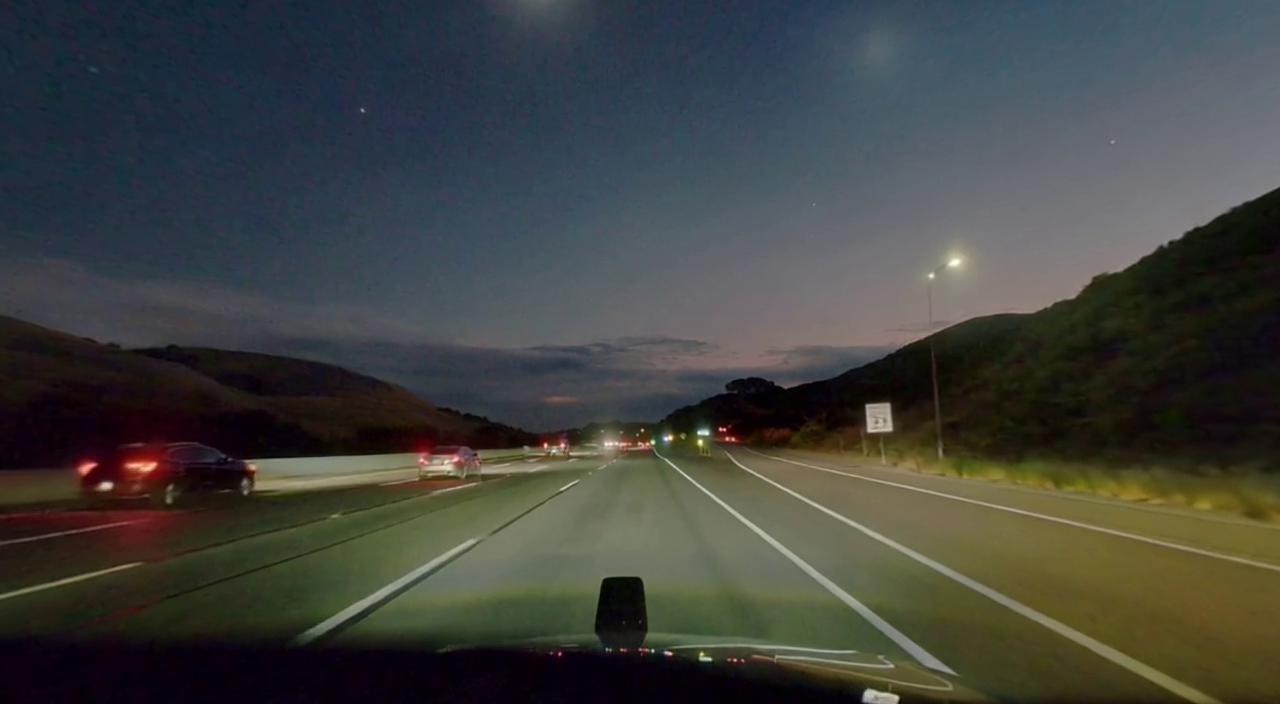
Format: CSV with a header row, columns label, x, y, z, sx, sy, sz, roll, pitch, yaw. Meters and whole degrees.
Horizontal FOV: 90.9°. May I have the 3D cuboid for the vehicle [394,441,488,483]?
label,x,y,z,sx,sy,sz,roll,pitch,yaw
vehicle,-7.544,4.209,24.432,2.107,1.484,4.449,0,-9,1

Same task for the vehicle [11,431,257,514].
label,x,y,z,sx,sy,sz,roll,pitch,yaw
vehicle,-11.650,2.786,15.100,2.020,1.645,4.629,0,-9,0
